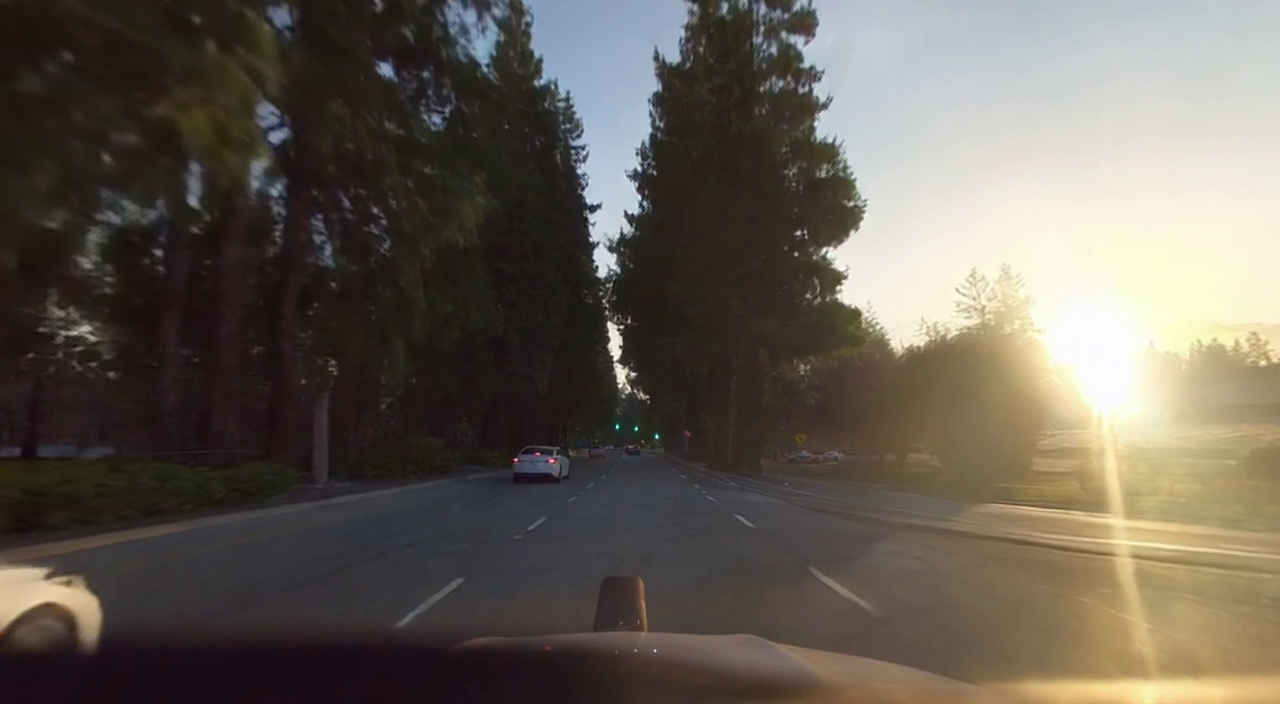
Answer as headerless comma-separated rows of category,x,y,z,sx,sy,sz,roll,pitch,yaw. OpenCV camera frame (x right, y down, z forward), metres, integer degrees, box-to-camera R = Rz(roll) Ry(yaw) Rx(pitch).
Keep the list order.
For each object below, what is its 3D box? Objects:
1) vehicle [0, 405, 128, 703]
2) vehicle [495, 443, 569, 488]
vehicle,-3.634,0.724,0.933,2.106,1.482,4.312,0,-8,0
vehicle,-3.880,4.149,23.531,1.968,1.459,4.433,0,-8,0
